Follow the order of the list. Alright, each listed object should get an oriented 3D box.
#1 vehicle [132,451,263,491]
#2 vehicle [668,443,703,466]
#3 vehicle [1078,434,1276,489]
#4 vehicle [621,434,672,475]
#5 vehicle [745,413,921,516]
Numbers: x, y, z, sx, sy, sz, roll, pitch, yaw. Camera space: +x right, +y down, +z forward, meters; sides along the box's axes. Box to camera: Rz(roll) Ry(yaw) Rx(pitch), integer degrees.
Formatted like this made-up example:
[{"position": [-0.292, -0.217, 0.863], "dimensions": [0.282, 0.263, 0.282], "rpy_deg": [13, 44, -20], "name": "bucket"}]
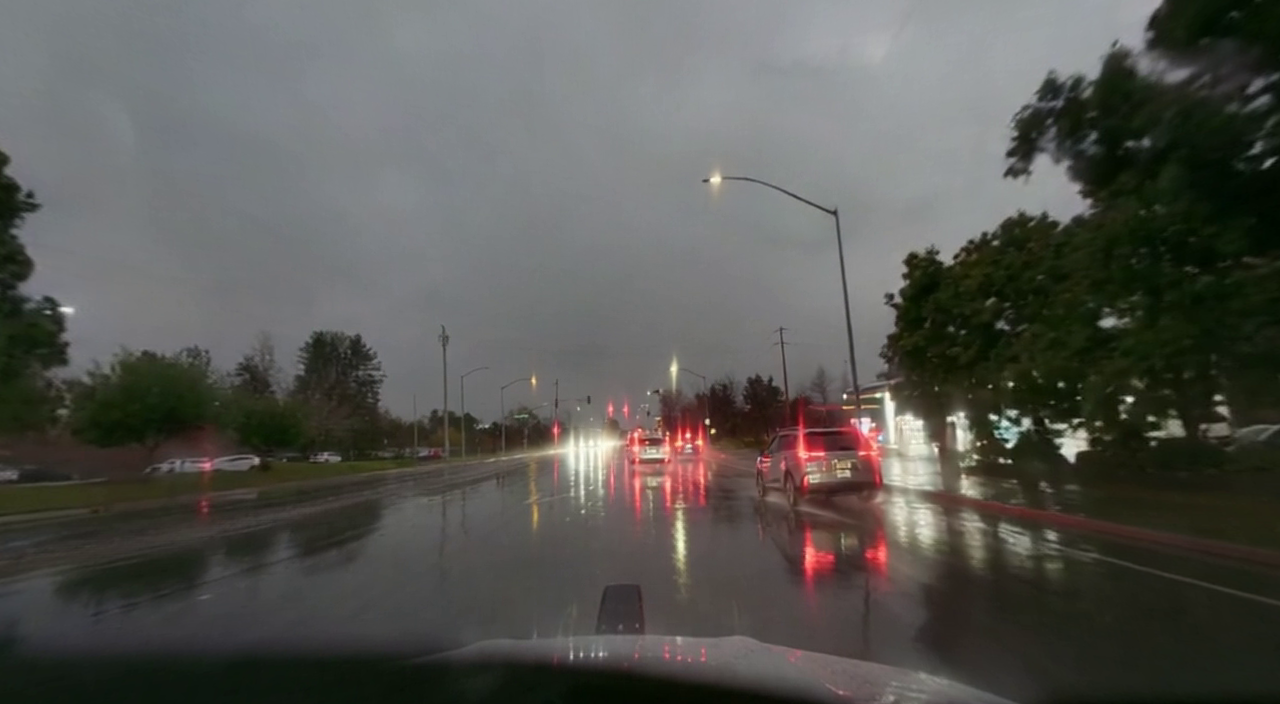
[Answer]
[{"position": [-24.332, 6.498, 35.032], "dimensions": [2.100, 1.937, 5.517], "rpy_deg": [-4, -9, 26], "name": "vehicle"}, {"position": [2.814, 6.485, 40.078], "dimensions": [1.822, 1.331, 3.583], "rpy_deg": [0, -9, -2], "name": "vehicle"}, {"position": [15.762, 3.215, 18.734], "dimensions": [4.165, 1.517, 1.795], "rpy_deg": [0, -9, 0], "name": "vehicle"}, {"position": [0.205, 4.652, 28.764], "dimensions": [2.164, 1.718, 3.881], "rpy_deg": [0, -8, -2], "name": "vehicle"}, {"position": [3.818, 2.355, 13.655], "dimensions": [2.116, 1.791, 5.006], "rpy_deg": [0, -8, -1], "name": "vehicle"}]
